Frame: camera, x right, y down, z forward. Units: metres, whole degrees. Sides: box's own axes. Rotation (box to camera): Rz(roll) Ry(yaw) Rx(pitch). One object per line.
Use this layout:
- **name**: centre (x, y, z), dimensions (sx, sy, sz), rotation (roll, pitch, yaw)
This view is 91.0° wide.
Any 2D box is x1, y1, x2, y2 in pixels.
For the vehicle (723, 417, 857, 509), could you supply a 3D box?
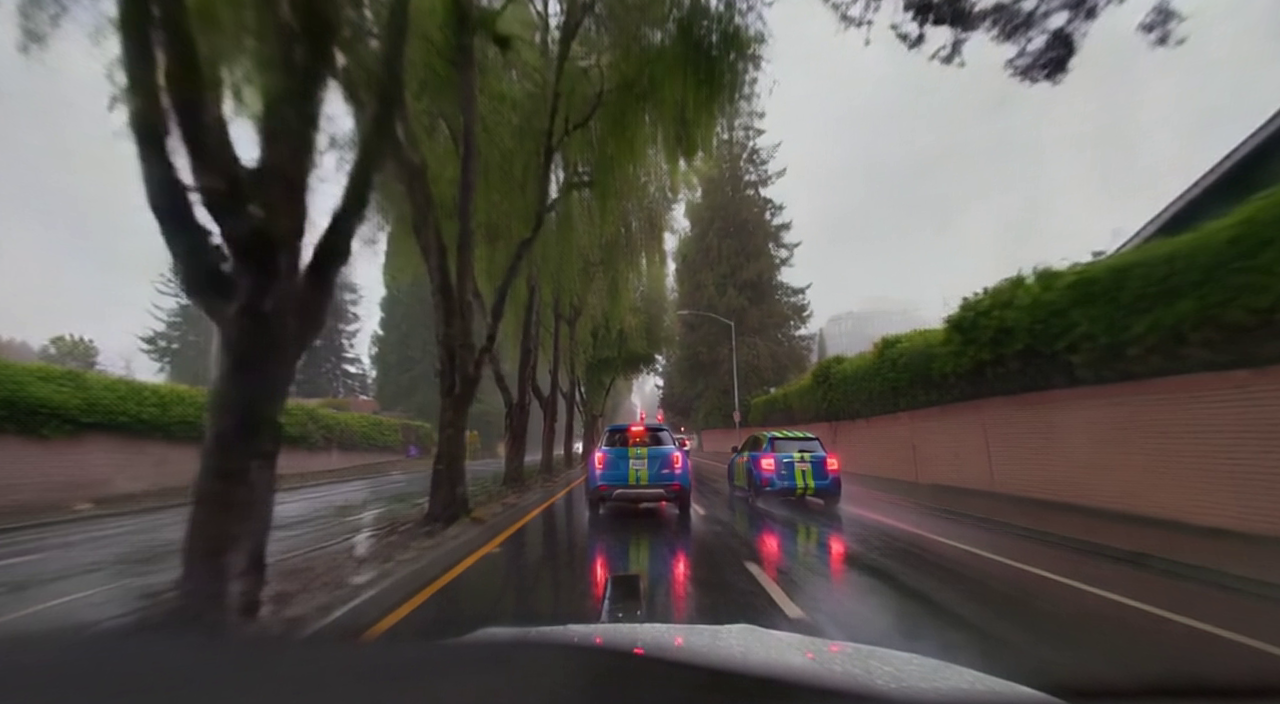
- **vehicle**: centre (3.114, 2.405, 14.034), dimensions (1.840, 1.709, 4.202), rotation (1, -8, -2)

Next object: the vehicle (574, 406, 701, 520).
- **vehicle**: centre (-0.086, 1.990, 11.554), dimensions (1.984, 1.777, 3.148), rotation (1, -8, -2)
